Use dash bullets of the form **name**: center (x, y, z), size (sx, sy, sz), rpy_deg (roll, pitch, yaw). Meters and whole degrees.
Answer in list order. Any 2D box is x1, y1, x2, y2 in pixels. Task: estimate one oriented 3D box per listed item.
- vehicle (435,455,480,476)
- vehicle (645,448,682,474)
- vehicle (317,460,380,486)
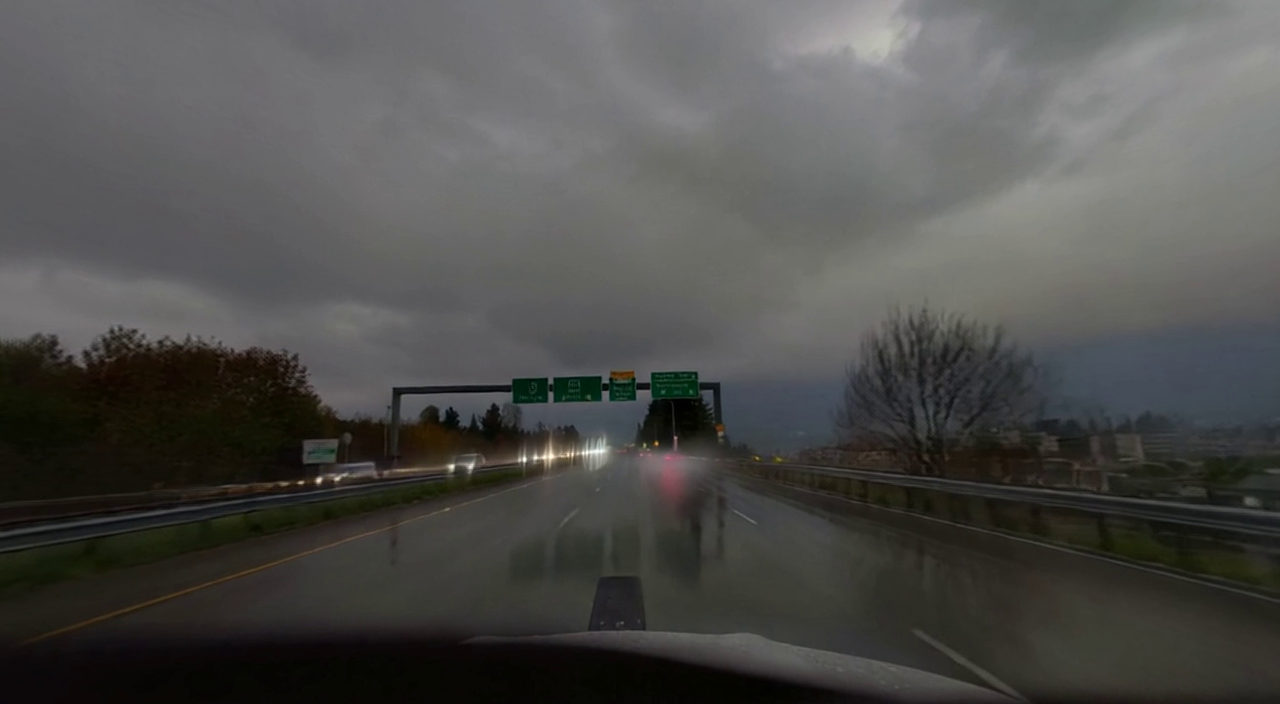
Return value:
- **vehicle**: center (-13.625, 8.494, 47.285), size (2.100, 1.447, 4.656), rpy_deg (0, -9, -2)
- **vehicle**: center (1.333, 6.401, 37.087), size (2.036, 1.457, 3.471), rpy_deg (0, -9, -1)
- **vehicle**: center (-18.519, 7.672, 40.309), size (1.965, 1.483, 4.594), rpy_deg (0, -9, -2)
